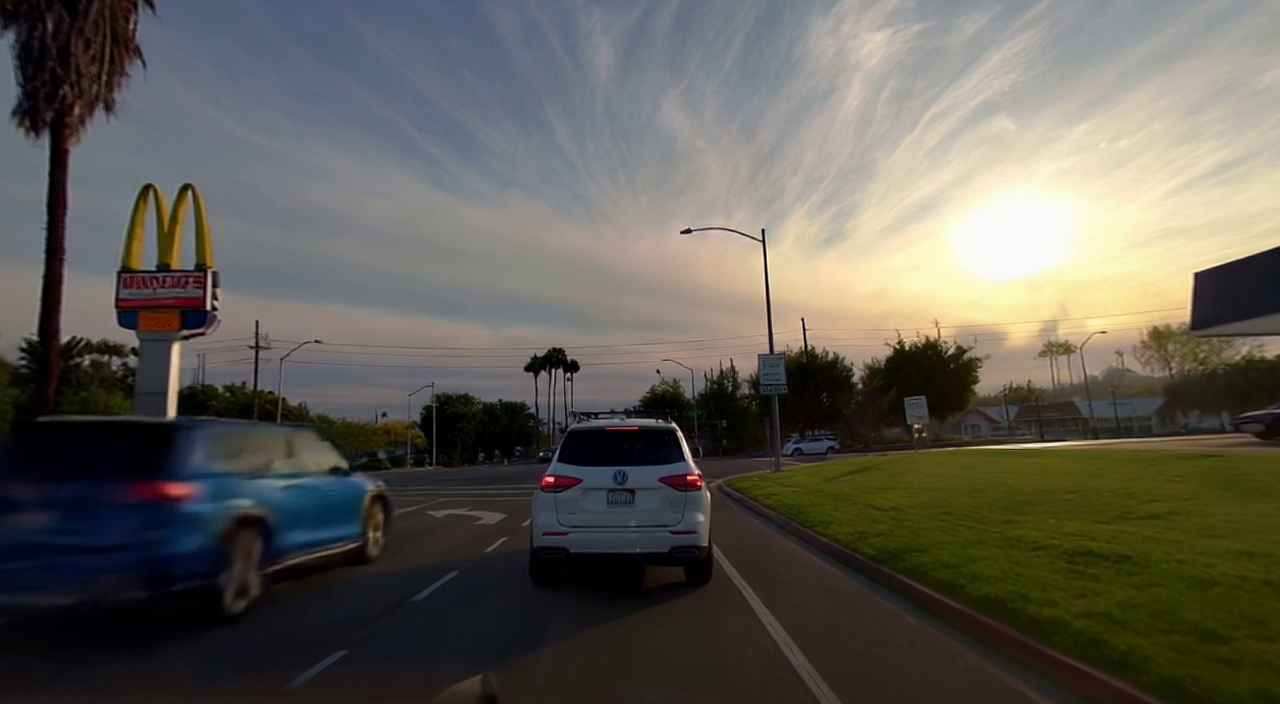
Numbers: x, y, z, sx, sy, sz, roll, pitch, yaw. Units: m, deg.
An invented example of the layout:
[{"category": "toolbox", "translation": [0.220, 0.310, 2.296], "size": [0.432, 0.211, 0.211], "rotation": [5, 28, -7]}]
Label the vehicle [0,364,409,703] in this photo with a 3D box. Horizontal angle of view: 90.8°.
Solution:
[{"category": "vehicle", "translation": [-3.962, 1.284, 5.485], "size": [2.181, 1.771, 4.567], "rotation": [0, -9, 0]}]

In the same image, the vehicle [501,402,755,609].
[{"category": "vehicle", "translation": [-0.144, 1.594, 7.378], "size": [2.137, 1.728, 3.926], "rotation": [0, -9, -1]}]
